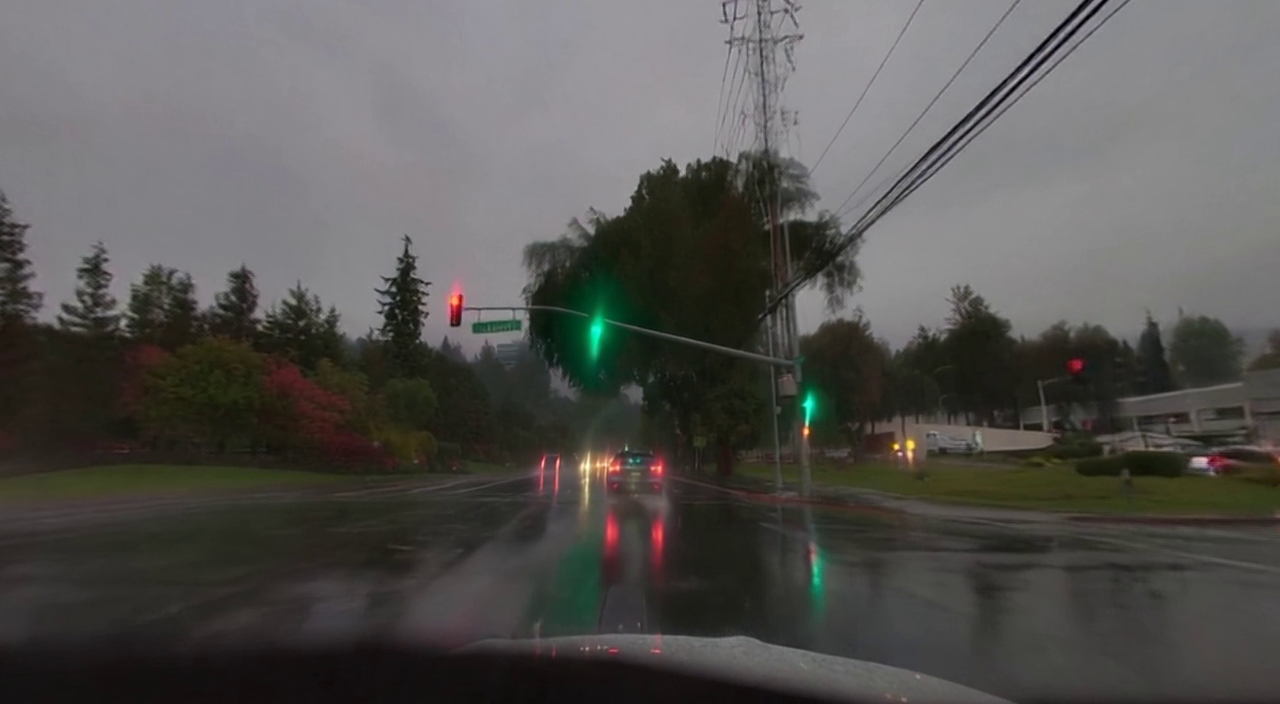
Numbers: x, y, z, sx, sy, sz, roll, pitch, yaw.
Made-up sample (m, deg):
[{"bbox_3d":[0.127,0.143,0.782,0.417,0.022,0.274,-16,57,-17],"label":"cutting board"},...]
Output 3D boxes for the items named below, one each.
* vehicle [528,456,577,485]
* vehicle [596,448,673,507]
[{"bbox_3d":[-4.929,6.733,36.238,2.153,1.474,4.284,0,-9,0],"label":"vehicle"},{"bbox_3d":[-0.182,3.824,19.763,2.156,1.636,3.923,0,-9,-1],"label":"vehicle"}]
